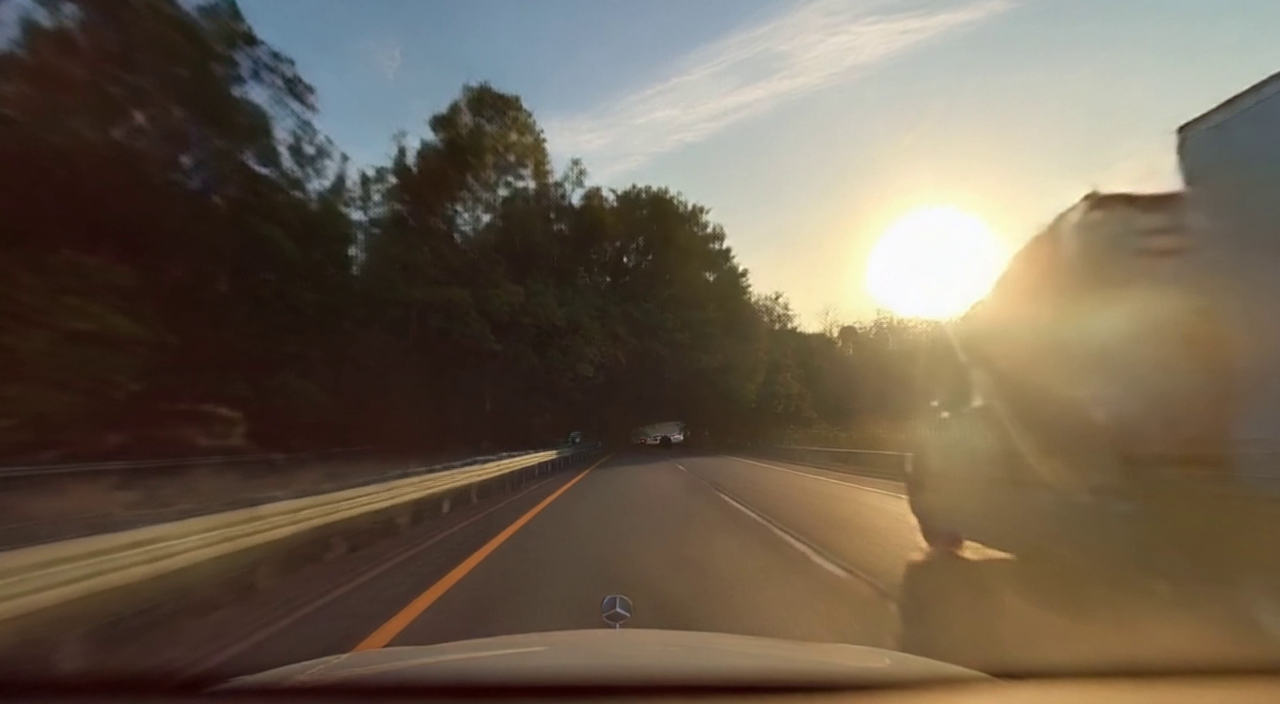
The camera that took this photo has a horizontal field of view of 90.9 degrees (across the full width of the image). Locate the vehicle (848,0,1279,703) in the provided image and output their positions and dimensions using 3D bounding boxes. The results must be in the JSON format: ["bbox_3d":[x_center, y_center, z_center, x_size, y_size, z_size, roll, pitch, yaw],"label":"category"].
[{"bbox_3d":[4.159,0.012,4.783,2.982,3.909,5.794,0,-7,-1],"label":"vehicle"}]
